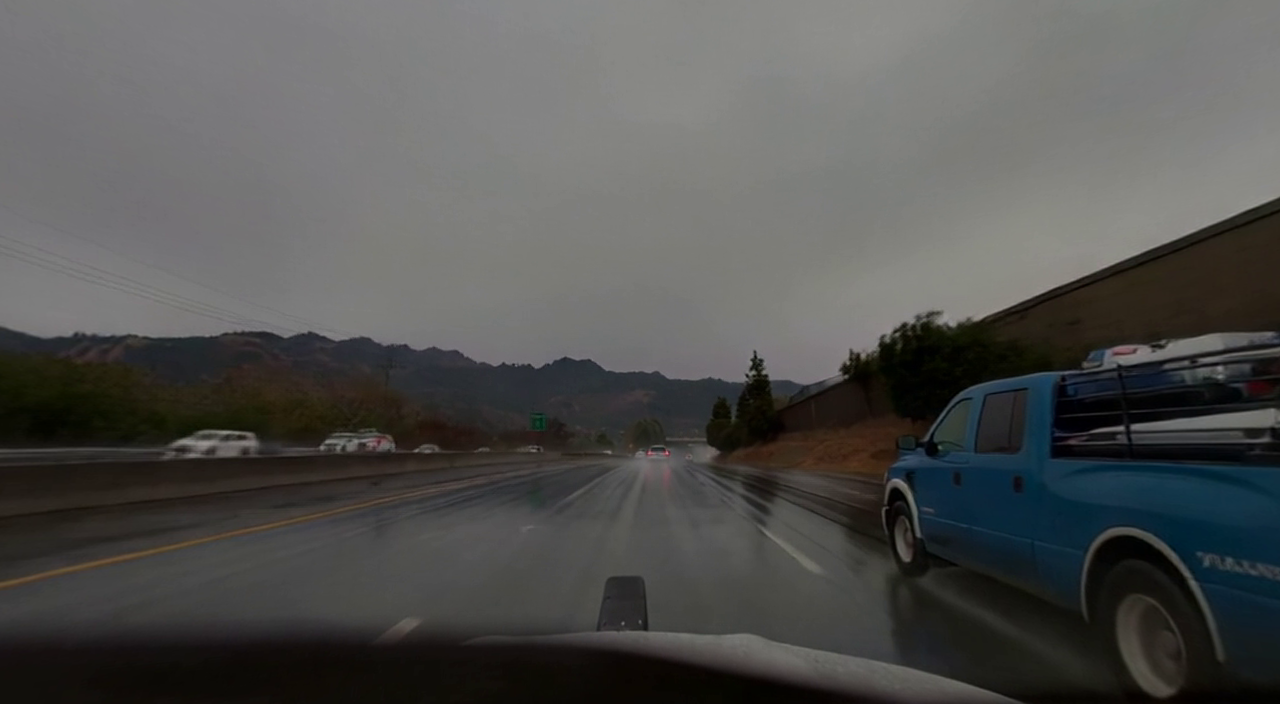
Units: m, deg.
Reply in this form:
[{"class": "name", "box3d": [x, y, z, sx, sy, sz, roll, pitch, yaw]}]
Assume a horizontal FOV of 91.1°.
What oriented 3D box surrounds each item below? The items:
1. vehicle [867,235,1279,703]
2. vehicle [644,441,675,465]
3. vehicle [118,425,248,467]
[{"class": "vehicle", "box3d": [3.881, 0.849, 3.886, 2.538, 2.228, 6.370, 0, -9, 0]}, {"class": "vehicle", "box3d": [1.333, 7.087, 44.174, 2.034, 1.549, 4.147, 0, -9, 0]}, {"class": "vehicle", "box3d": [-25.288, 5.278, 35.182, 2.321, 2.109, 6.362, 0, -9, 2]}]
